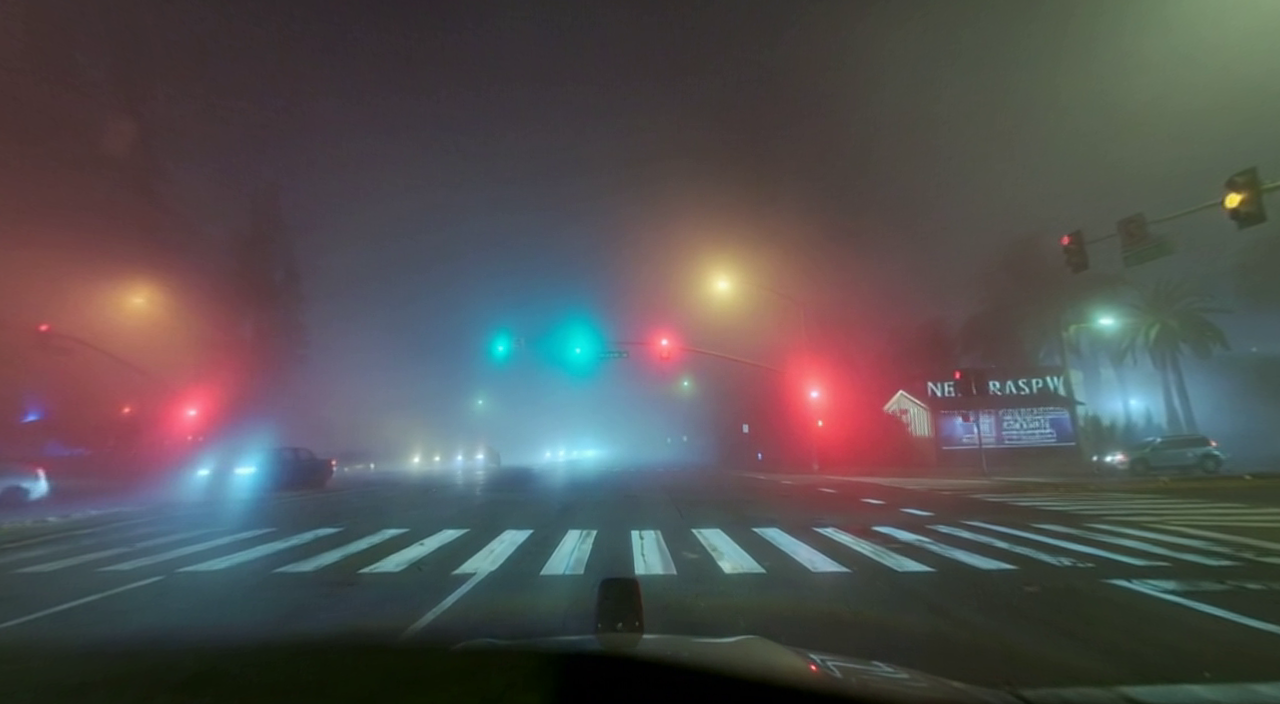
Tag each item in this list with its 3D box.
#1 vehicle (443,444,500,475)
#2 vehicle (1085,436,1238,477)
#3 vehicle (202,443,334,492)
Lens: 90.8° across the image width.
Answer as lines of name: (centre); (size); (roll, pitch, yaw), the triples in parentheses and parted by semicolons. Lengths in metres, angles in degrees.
vehicle: (-9.716, 6.229, 36.887); (2.074, 1.681, 4.417); (0, -9, 1)
vehicle: (22.213, 4.454, 27.070); (4.533, 1.676, 2.236); (0, -9, -1)
vehicle: (-14.146, 4.389, 24.441); (2.074, 1.671, 4.755); (0, -9, 2)
